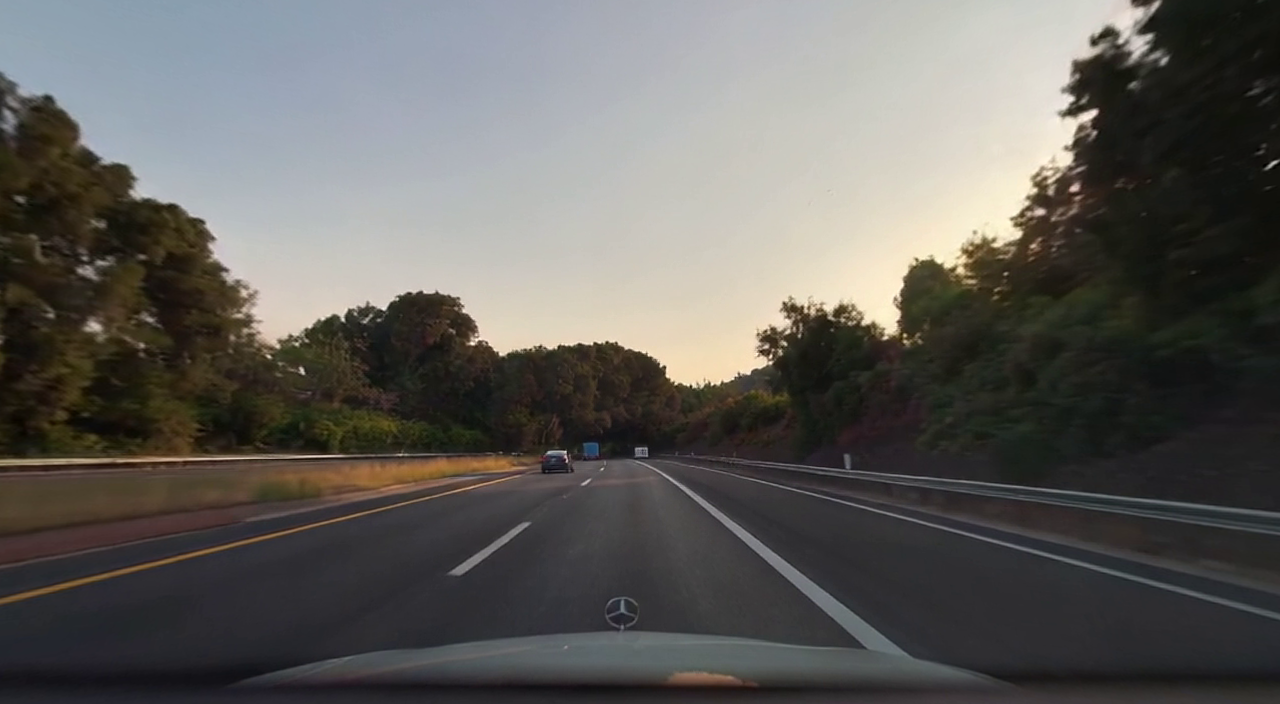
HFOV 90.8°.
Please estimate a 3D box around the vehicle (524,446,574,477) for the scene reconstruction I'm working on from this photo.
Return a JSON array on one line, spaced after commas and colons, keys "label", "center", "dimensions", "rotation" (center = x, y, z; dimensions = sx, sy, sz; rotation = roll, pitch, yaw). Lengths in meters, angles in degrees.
[{"label": "vehicle", "center": [-4.731, 5.779, 33.546], "dimensions": [2.049, 1.521, 4.366], "rotation": [0, -8, -1]}]
